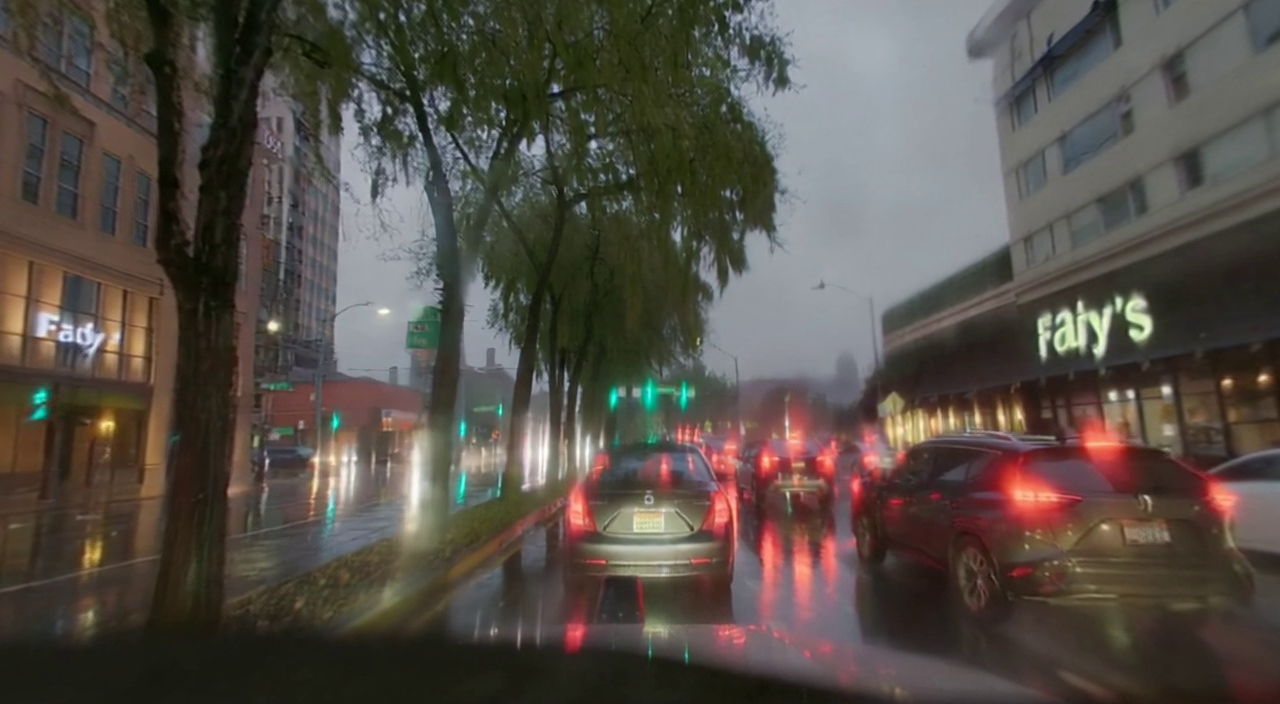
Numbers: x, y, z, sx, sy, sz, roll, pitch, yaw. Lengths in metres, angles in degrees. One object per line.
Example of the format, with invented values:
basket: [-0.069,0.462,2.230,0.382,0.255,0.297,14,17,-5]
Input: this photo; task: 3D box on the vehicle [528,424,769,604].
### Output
vehicle: [0.047,1.625,7.126,2.006,1.487,3.535,0,-9,-1]

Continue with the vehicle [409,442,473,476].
vehicle: [-11.238,6.055,36.039,2.042,1.749,4.629,-1,-9,1]

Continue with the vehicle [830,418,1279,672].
vehicle: [3.399,1.455,5.885,1.988,1.480,4.195,0,-9,1]
